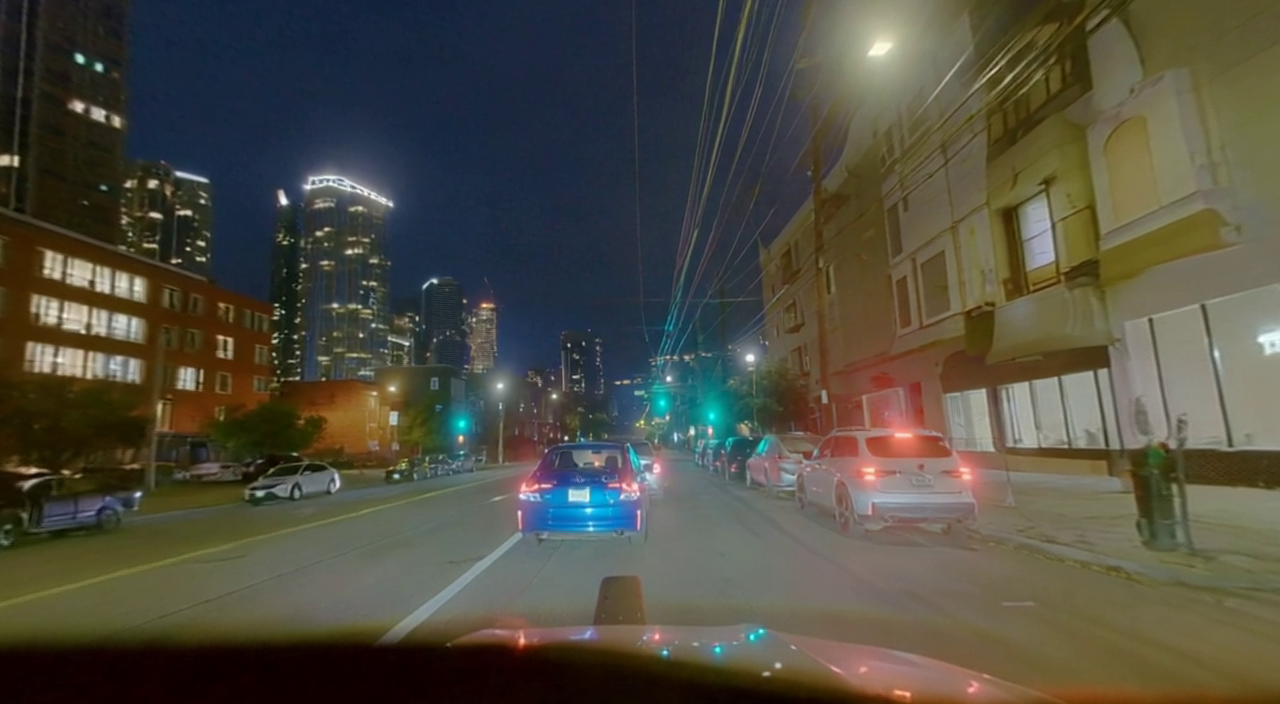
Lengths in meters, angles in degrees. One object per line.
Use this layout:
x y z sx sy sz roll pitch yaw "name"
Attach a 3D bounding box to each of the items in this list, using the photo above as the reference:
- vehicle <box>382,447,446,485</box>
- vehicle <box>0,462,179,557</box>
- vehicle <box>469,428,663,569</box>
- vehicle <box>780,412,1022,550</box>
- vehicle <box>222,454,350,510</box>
-11.897 5.984 33.556 2.011 1.687 4.079 -5 -8 -3 "vehicle"
-11.883 3.072 12.627 1.850 1.487 4.711 -3 -8 -1 "vehicle"
-0.783 1.871 8.948 2.019 1.453 4.603 0 -8 0 "vehicle"
3.788 1.952 10.227 1.967 1.721 4.410 0 -8 -1 "vehicle"
-11.907 4.361 21.640 1.868 1.491 4.367 -4 -9 1 "vehicle"
